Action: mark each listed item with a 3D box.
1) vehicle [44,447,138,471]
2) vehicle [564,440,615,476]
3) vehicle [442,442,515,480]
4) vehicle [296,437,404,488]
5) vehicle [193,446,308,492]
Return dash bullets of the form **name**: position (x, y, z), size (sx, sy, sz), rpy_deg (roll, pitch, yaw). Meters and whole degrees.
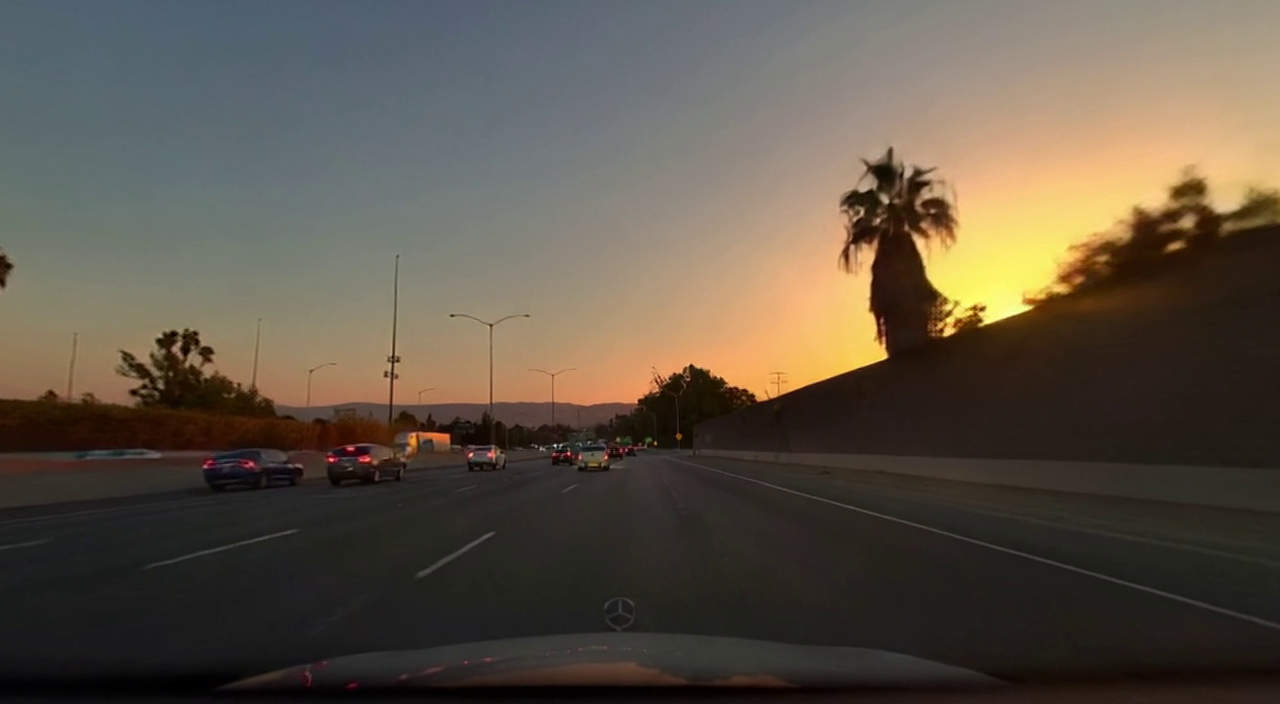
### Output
- **vehicle**: position (-35.749, 6.948, 41.297), size (1.797, 1.458, 4.635), rpy_deg (-1, -9, 4)
- **vehicle**: position (-2.471, 5.338, 31.962), size (2.201, 1.672, 4.128), rpy_deg (0, -9, 0)
- **vehicle**: position (-7.608, 5.183, 30.273), size (2.204, 1.677, 4.438), rpy_deg (0, -9, 1)
- **vehicle**: position (-11.664, 4.457, 25.881), size (1.986, 1.875, 4.902), rpy_deg (0, -9, 1)
- **vehicle**: position (-15.654, 4.687, 25.723), size (1.836, 1.662, 4.317), rpy_deg (0, -9, 1)
